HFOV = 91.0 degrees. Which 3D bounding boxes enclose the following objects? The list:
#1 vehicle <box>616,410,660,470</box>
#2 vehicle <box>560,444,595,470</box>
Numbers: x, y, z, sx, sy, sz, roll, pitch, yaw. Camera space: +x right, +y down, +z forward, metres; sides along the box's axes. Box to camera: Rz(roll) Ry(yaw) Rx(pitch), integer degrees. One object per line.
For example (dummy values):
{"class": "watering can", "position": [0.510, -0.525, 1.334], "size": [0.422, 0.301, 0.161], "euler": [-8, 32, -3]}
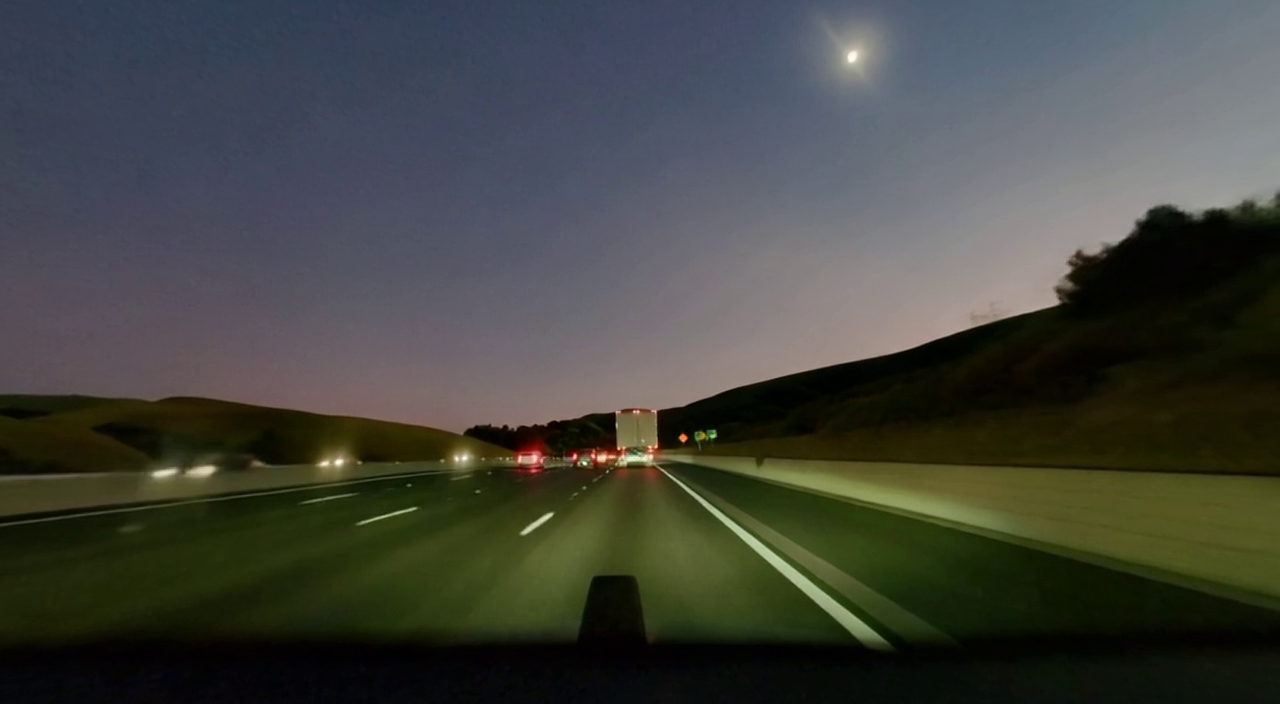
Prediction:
{"class": "vehicle", "position": [-0.076, 6.947, 49.245], "size": [3.039, 4.131, 11.822], "euler": [0, -9, 0]}
{"class": "vehicle", "position": [-4.295, 7.332, 44.198], "size": [2.053, 1.746, 4.508], "euler": [0, -9, -1]}
